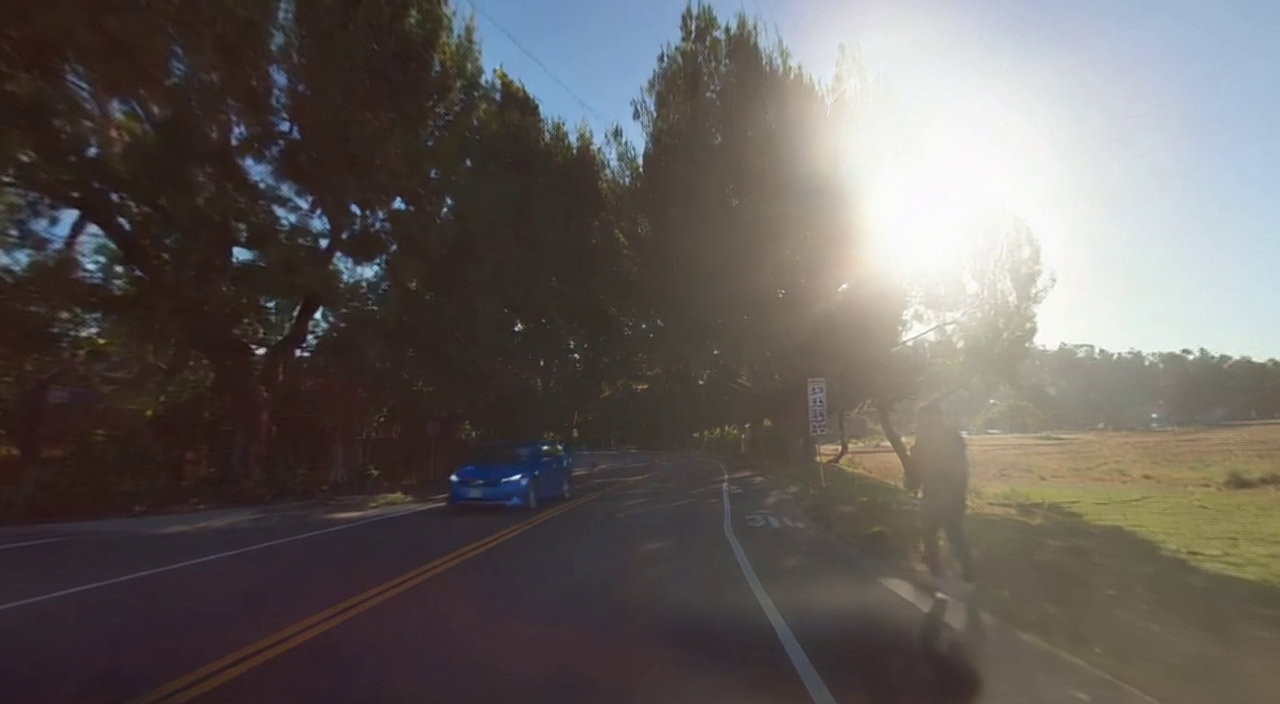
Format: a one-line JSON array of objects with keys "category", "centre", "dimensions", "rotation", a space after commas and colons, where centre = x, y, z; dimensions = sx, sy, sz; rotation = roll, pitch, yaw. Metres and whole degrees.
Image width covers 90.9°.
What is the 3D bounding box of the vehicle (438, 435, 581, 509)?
[{"category": "vehicle", "centre": [-2.905, 2.799, 15.156], "dimensions": [2.190, 1.499, 4.209], "rotation": [-1, -9, 6]}]
